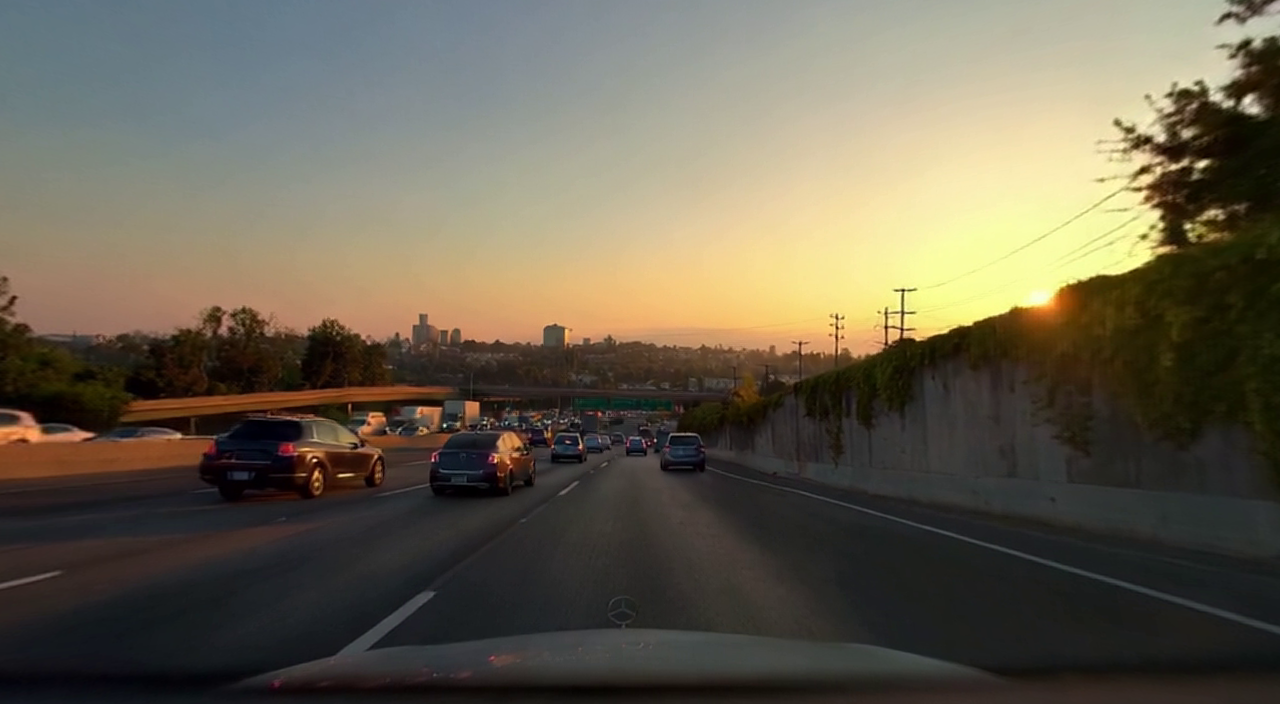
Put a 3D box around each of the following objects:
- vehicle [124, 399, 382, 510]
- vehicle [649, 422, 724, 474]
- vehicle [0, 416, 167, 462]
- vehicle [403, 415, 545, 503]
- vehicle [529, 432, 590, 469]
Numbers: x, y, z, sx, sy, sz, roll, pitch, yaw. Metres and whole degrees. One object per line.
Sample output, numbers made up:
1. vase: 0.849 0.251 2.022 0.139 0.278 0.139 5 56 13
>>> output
1. vehicle: -7.341 2.017 12.752 2.222 1.825 4.640 0 -8 0
2. vehicle: 1.932 4.338 28.700 2.793 2.132 5.682 0 -8 -2
3. vehicle: -20.148 3.209 23.115 1.871 1.485 4.758 0 -8 1
4. vehicle: -3.617 2.437 14.715 2.026 1.719 4.490 0 -8 1
5. vehicle: -3.497 4.414 28.415 2.049 1.530 4.707 0 -8 1
